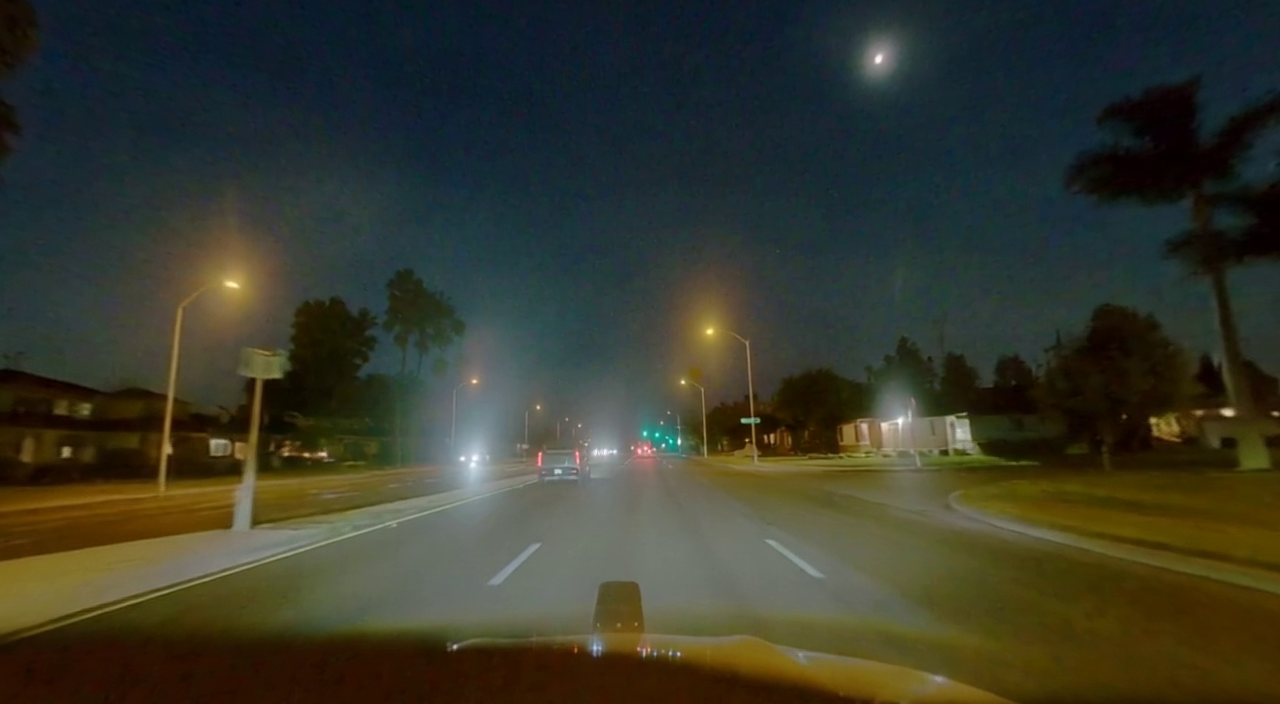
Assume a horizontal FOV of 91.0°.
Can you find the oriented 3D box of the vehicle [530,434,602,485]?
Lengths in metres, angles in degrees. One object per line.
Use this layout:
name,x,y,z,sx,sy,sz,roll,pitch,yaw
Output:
vehicle,-3.041,4.593,27.192,2.370,1.968,5.698,0,-9,1
